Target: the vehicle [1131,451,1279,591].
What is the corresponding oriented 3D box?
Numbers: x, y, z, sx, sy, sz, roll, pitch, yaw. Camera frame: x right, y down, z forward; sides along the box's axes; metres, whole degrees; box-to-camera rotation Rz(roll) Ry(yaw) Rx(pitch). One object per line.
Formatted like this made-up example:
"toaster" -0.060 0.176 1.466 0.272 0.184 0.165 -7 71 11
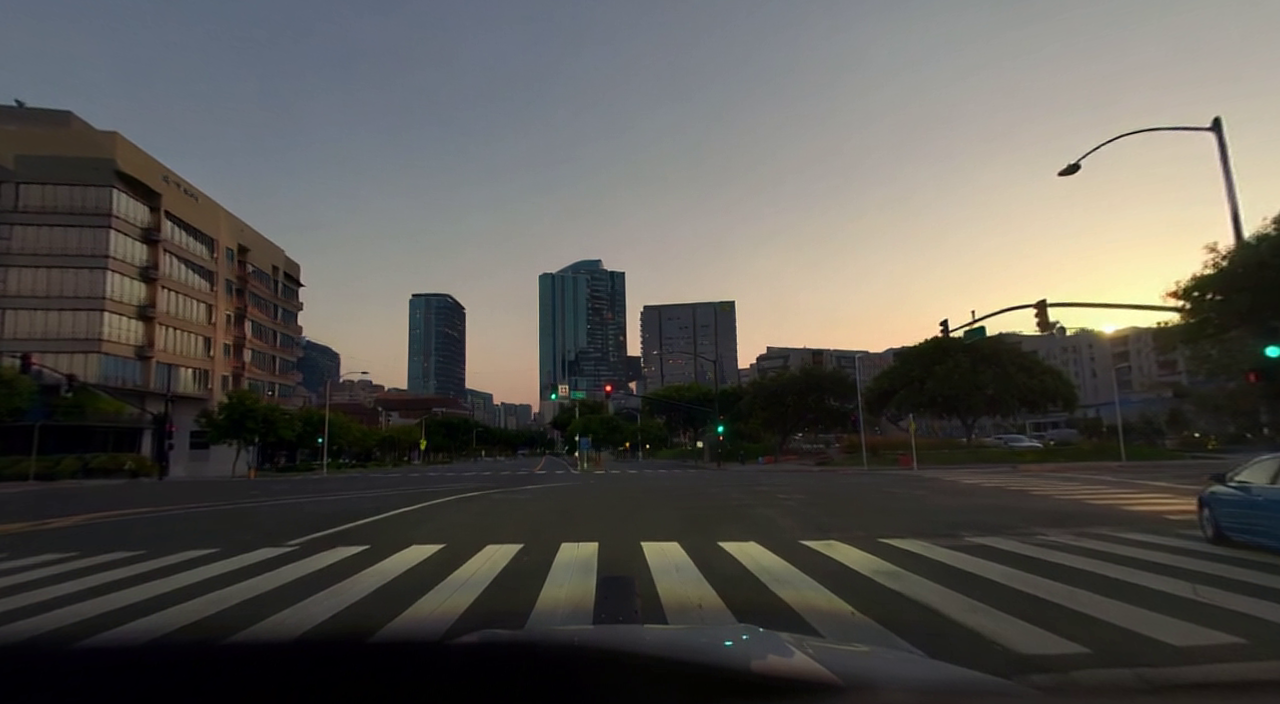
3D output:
"vehicle" 7.606 1.744 6.410 1.935 1.421 4.716 -1 -9 8
